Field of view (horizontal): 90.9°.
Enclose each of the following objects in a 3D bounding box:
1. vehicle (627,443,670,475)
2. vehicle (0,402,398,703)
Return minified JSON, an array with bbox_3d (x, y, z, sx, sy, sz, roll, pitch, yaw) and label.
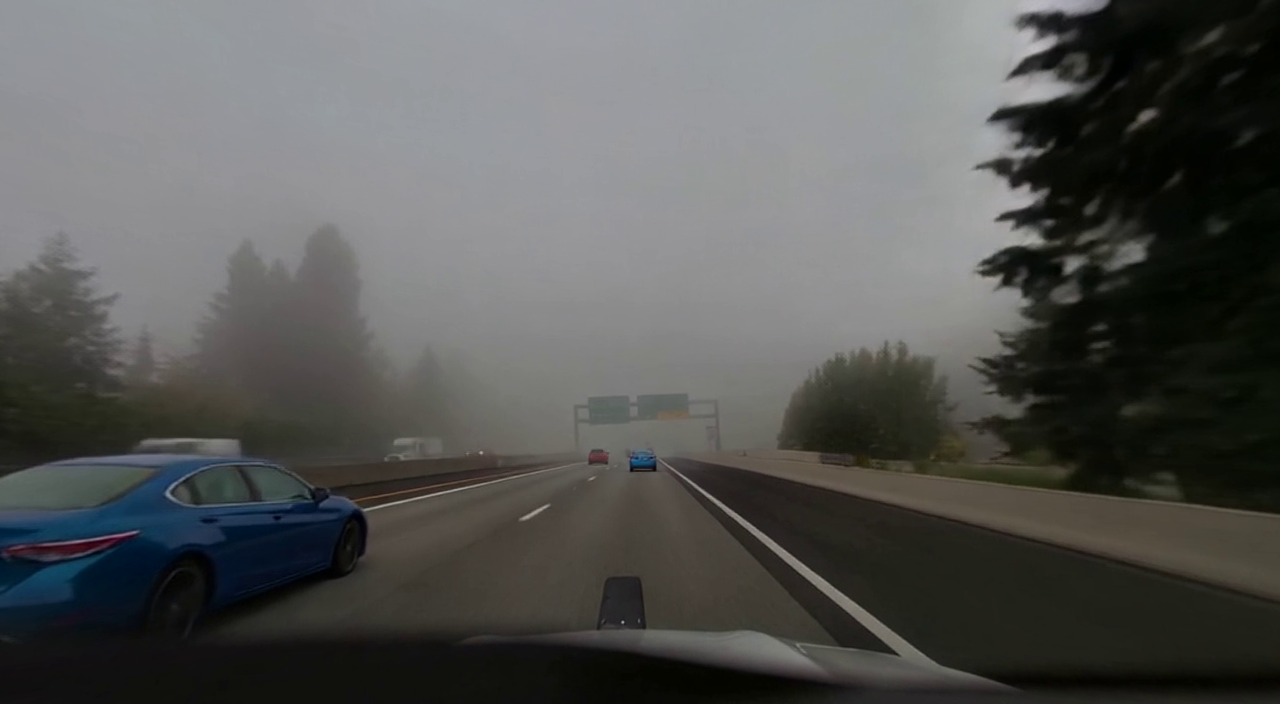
[{"bbox_3d":[0.385,5.310,31.419,2.002,1.449,3.612,0,-9,0],"label":"vehicle"},{"bbox_3d":[-3.747,1.281,4.885,2.062,1.474,4.151,0,-9,0],"label":"vehicle"}]
